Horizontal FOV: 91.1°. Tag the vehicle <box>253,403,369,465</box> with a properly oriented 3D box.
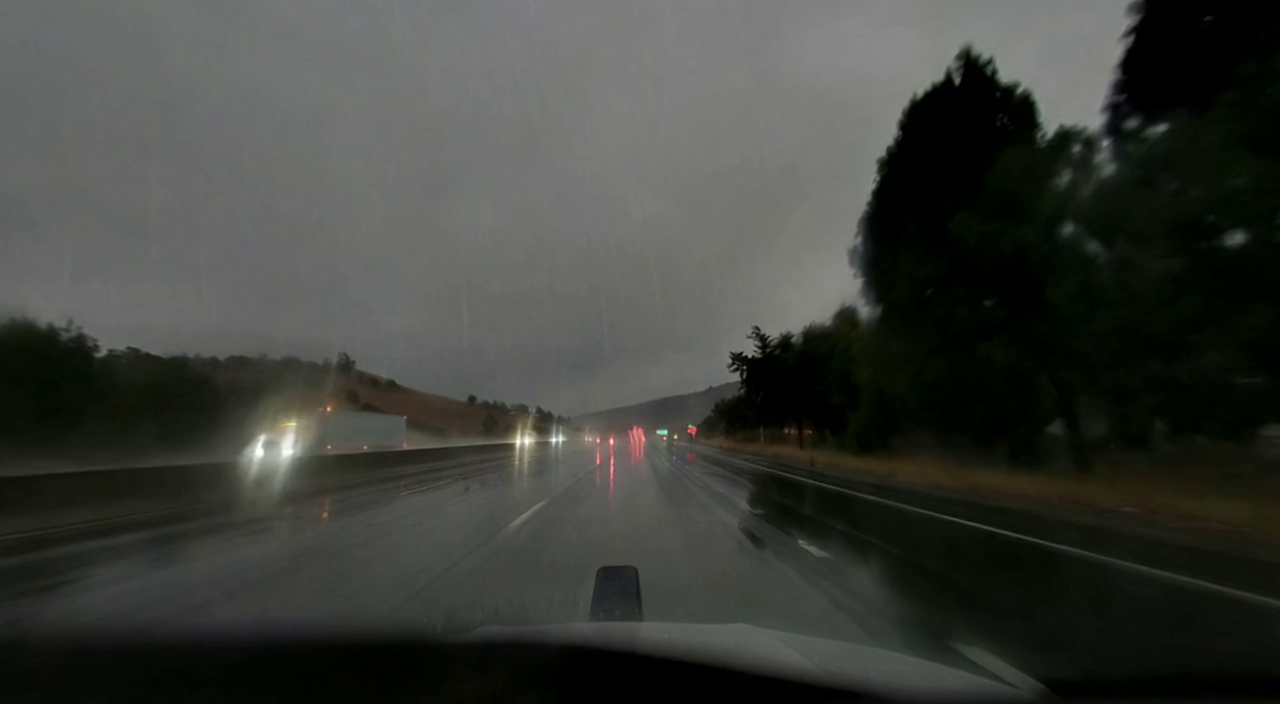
[{"bbox_3d":[-23.486,5.989,45.795,3.030,3.937,10.121,0,-8,-1],"label":"vehicle"}]
